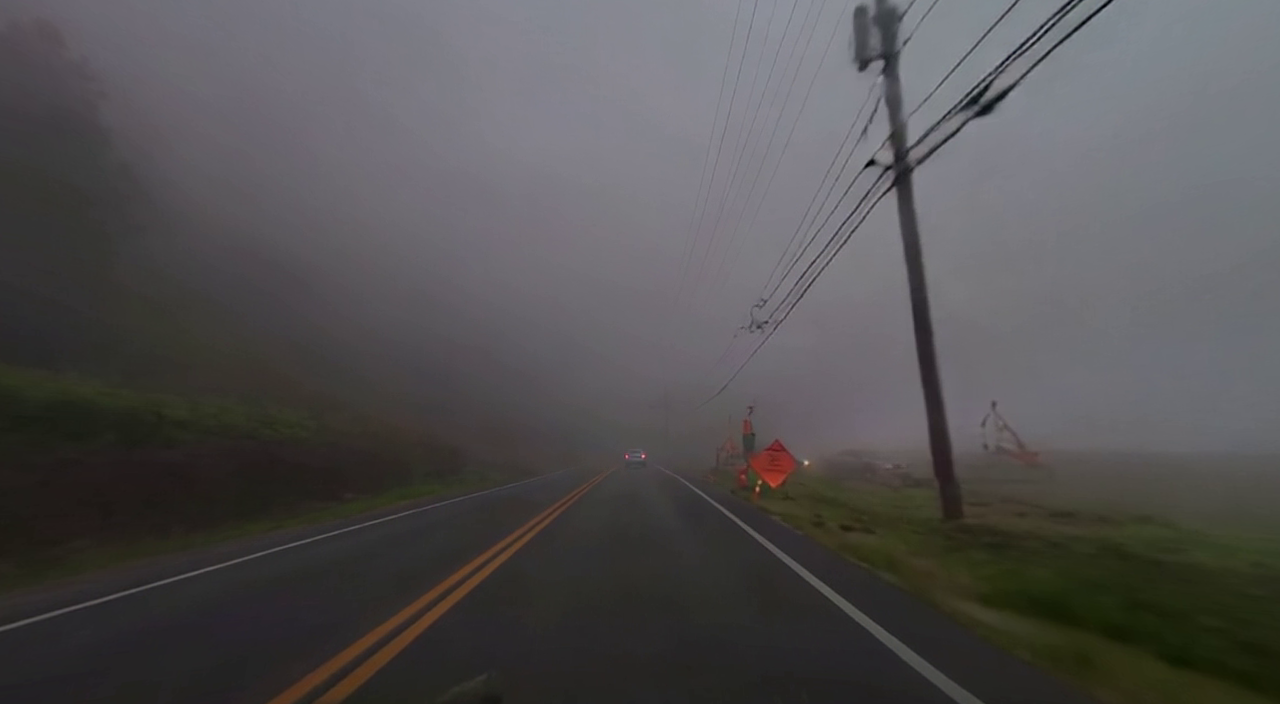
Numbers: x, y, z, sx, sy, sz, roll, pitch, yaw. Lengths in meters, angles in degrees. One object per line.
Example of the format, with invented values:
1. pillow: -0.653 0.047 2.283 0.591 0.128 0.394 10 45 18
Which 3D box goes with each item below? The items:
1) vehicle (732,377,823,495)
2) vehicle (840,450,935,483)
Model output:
1. vehicle: 4.068 2.523 19.060 2.374 3.357 1.724 0 -9 4
2. vehicle: 12.219 5.595 31.090 4.715 1.469 1.900 6 -9 -32
